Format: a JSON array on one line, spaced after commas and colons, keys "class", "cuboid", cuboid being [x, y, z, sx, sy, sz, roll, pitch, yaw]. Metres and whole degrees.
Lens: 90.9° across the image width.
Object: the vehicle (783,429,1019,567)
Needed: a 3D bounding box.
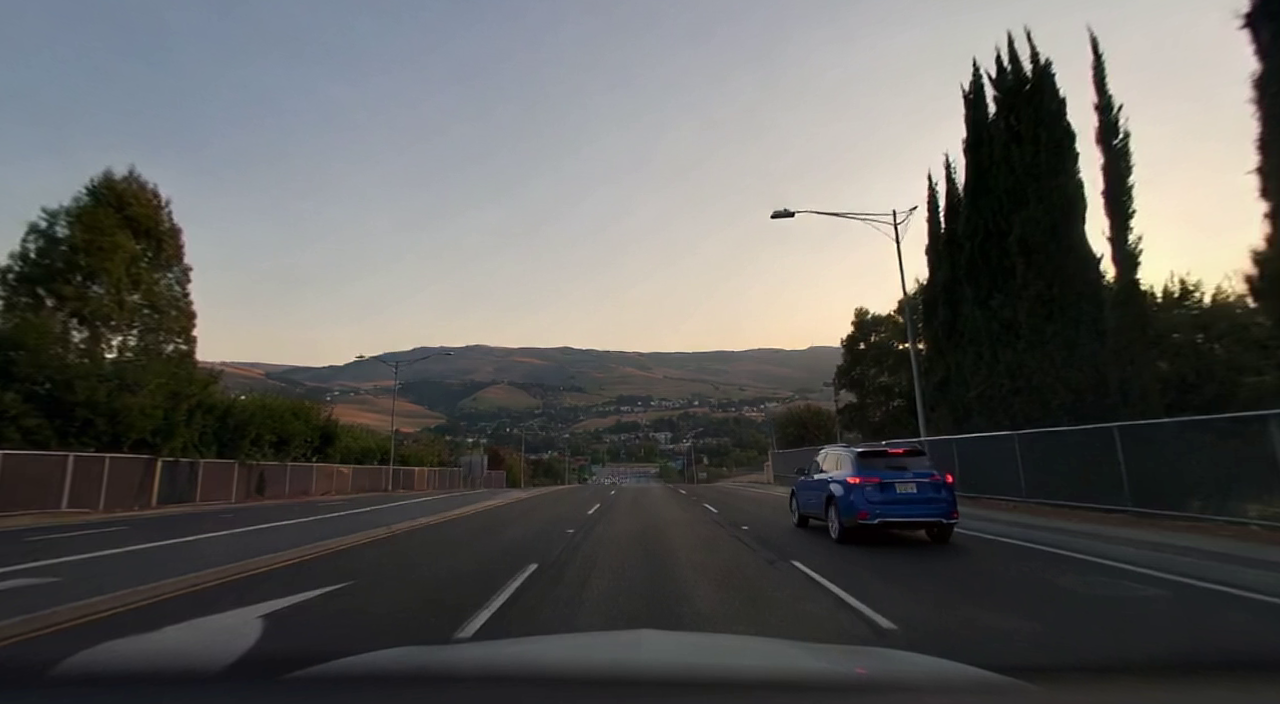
[{"class": "vehicle", "cuboid": [3.841, 2.209, 10.296, 1.989, 1.730, 4.324, 0, -9, 0]}]
